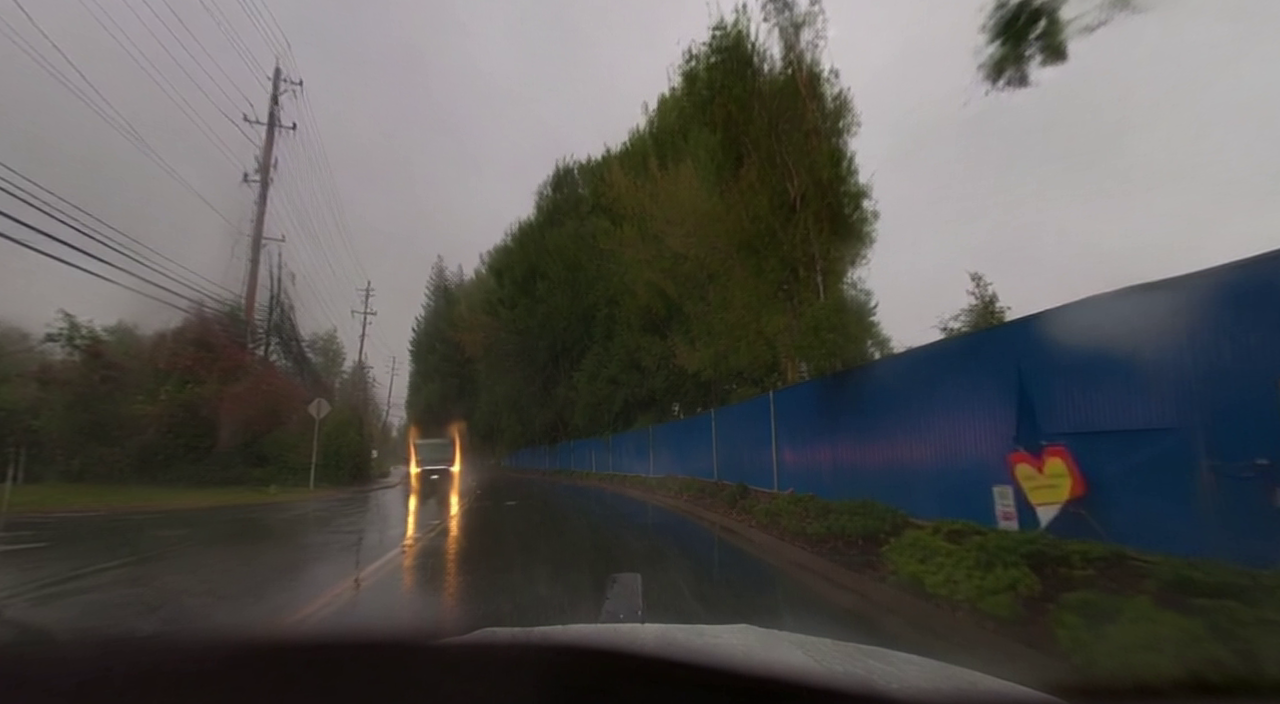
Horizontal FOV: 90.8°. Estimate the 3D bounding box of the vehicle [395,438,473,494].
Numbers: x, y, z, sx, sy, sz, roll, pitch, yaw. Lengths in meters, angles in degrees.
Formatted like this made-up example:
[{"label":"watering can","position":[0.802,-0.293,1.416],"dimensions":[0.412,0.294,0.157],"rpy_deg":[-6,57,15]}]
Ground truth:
[{"label":"vehicle","position":[-7.671,4.273,24.007],"dimensions":[2.185,1.901,4.177],"rpy_deg":[1,-9,-10]}]
